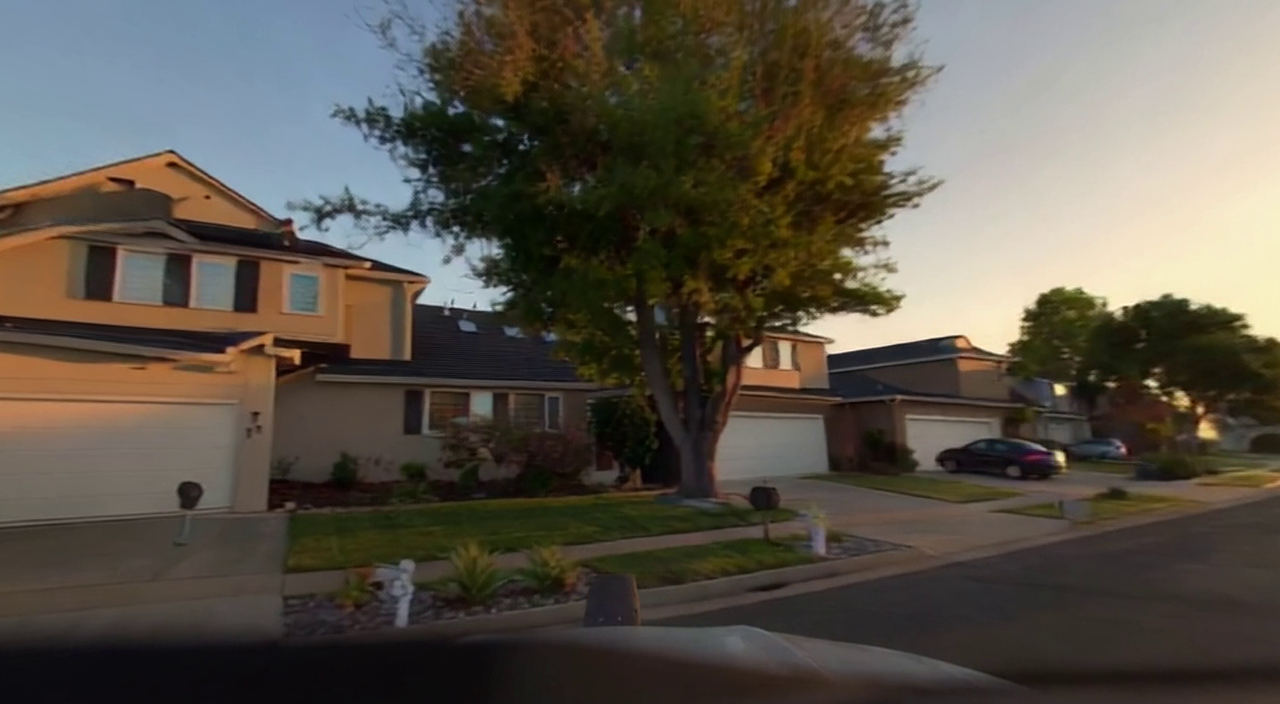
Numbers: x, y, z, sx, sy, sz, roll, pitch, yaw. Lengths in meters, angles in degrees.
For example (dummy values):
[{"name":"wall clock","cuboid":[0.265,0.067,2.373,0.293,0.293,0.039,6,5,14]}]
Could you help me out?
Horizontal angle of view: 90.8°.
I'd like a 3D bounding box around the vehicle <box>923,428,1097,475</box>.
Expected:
[{"name":"vehicle","cuboid":[12.996,3.511,22.522,1.807,1.485,4.916,6,-10,-38]}]
